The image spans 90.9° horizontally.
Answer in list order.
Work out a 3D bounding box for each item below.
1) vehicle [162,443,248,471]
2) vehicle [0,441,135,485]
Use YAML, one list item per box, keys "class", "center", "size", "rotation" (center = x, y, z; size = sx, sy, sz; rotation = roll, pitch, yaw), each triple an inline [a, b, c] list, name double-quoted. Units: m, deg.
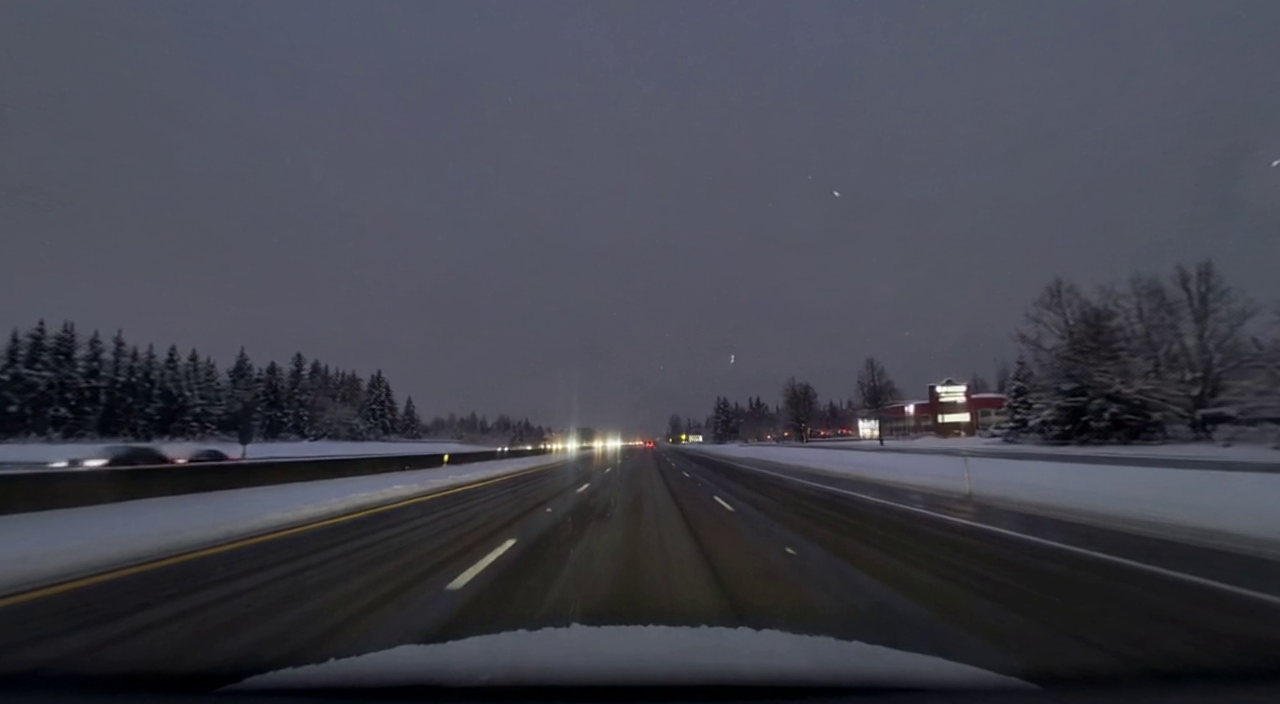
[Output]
- class: "vehicle"
  center: [-27.367, 6.601, 39.906]
  size: [2.027, 1.672, 4.667]
  rotation: [0, -8, 1]
- class: "vehicle"
  center: [-23.497, 4.447, 25.660]
  size: [1.930, 1.633, 4.669]
  rotation: [0, -8, 1]
